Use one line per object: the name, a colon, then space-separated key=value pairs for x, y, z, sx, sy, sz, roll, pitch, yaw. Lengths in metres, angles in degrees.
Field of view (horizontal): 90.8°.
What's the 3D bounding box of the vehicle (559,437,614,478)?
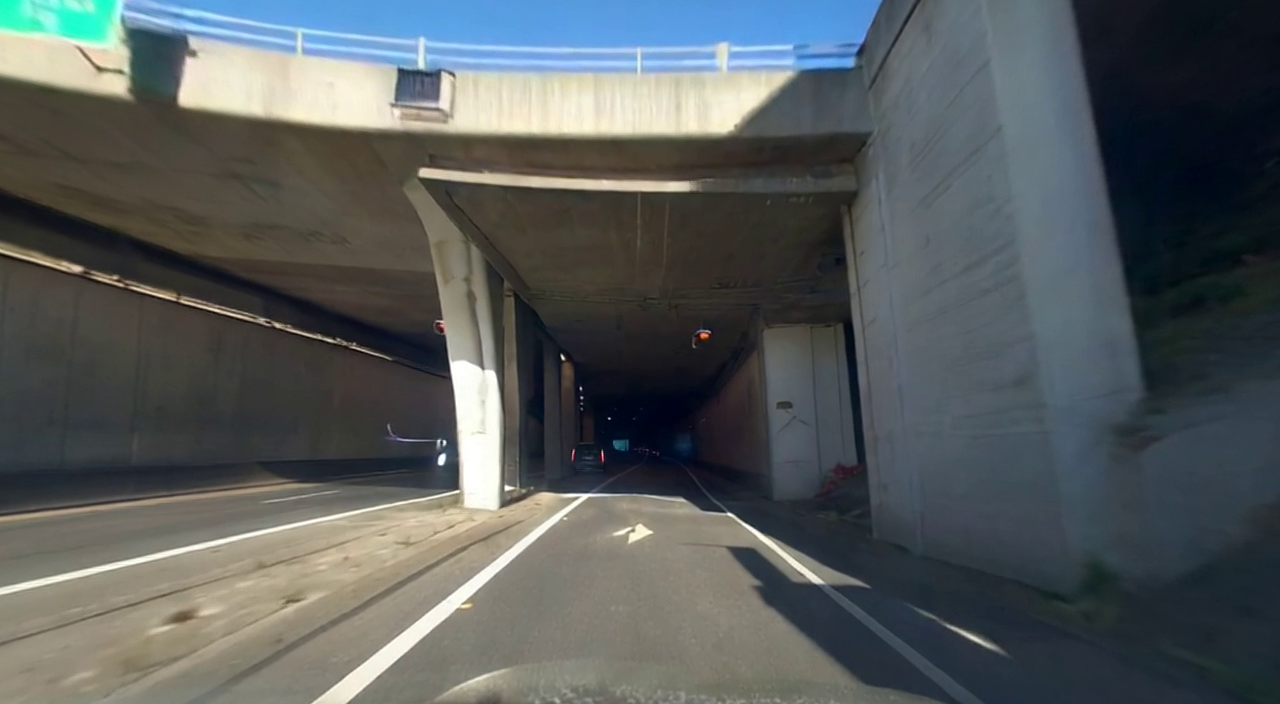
vehicle: x=-2.434 y=4.940 z=29.751 sx=1.961 sy=1.725 sz=4.315 roll=0 pitch=-9 yaw=3
